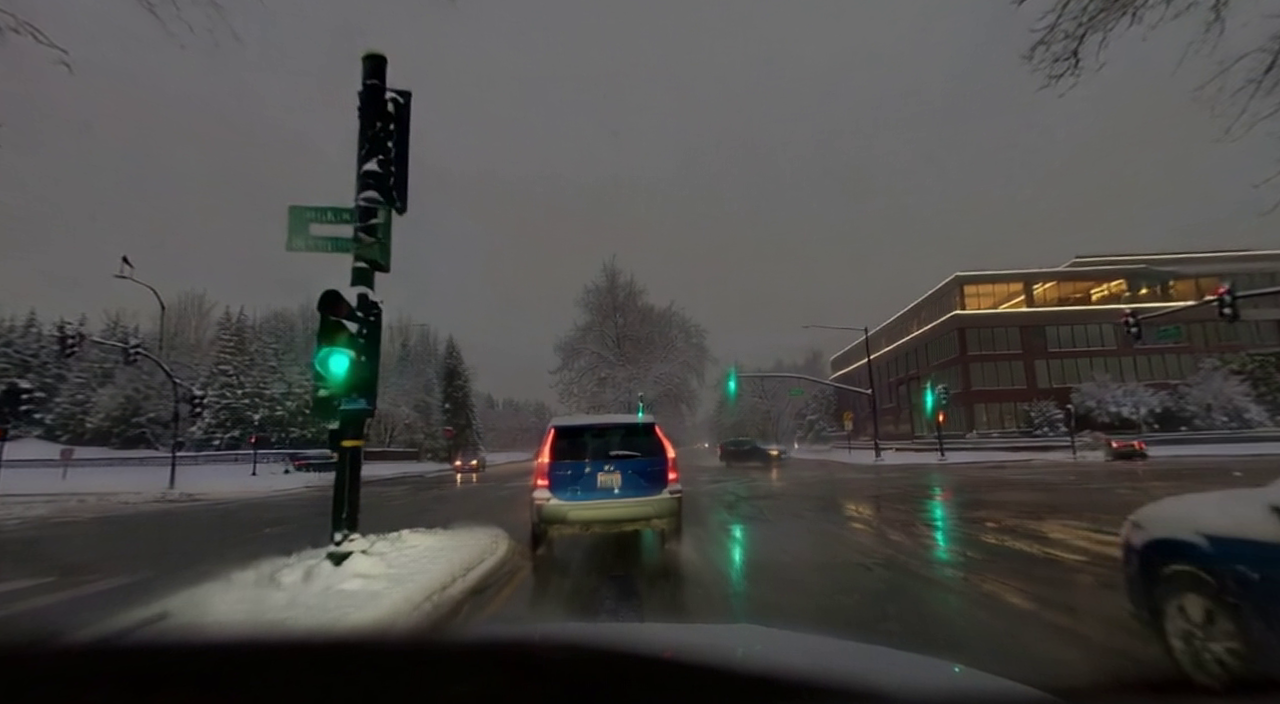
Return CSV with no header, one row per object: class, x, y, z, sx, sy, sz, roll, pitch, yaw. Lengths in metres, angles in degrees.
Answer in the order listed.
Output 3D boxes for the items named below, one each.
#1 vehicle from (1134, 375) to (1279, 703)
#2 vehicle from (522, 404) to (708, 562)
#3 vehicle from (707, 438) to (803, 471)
vehicle,3.583,0.661,1.040,1.899,1.572,4.425,0,-8,-1
vehicle,-0.632,1.815,9.506,2.085,1.807,4.038,2,-8,-12
vehicle,6.003,5.370,33.296,4.529,1.604,2.130,-8,-11,43
